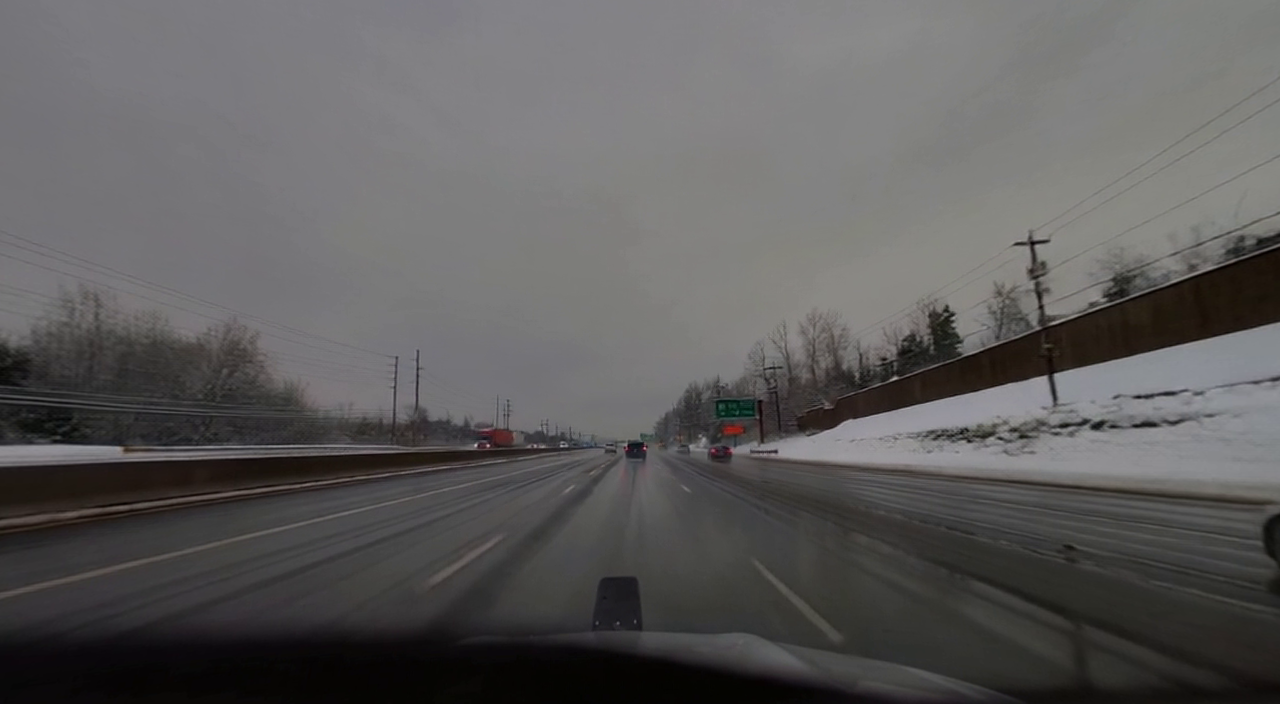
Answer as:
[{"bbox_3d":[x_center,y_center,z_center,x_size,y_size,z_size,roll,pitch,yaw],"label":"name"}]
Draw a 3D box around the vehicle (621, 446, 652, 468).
[{"bbox_3d":[-0.297,7.451,45.204,2.109,1.489,4.027,0,-8,-1],"label":"vehicle"}]
